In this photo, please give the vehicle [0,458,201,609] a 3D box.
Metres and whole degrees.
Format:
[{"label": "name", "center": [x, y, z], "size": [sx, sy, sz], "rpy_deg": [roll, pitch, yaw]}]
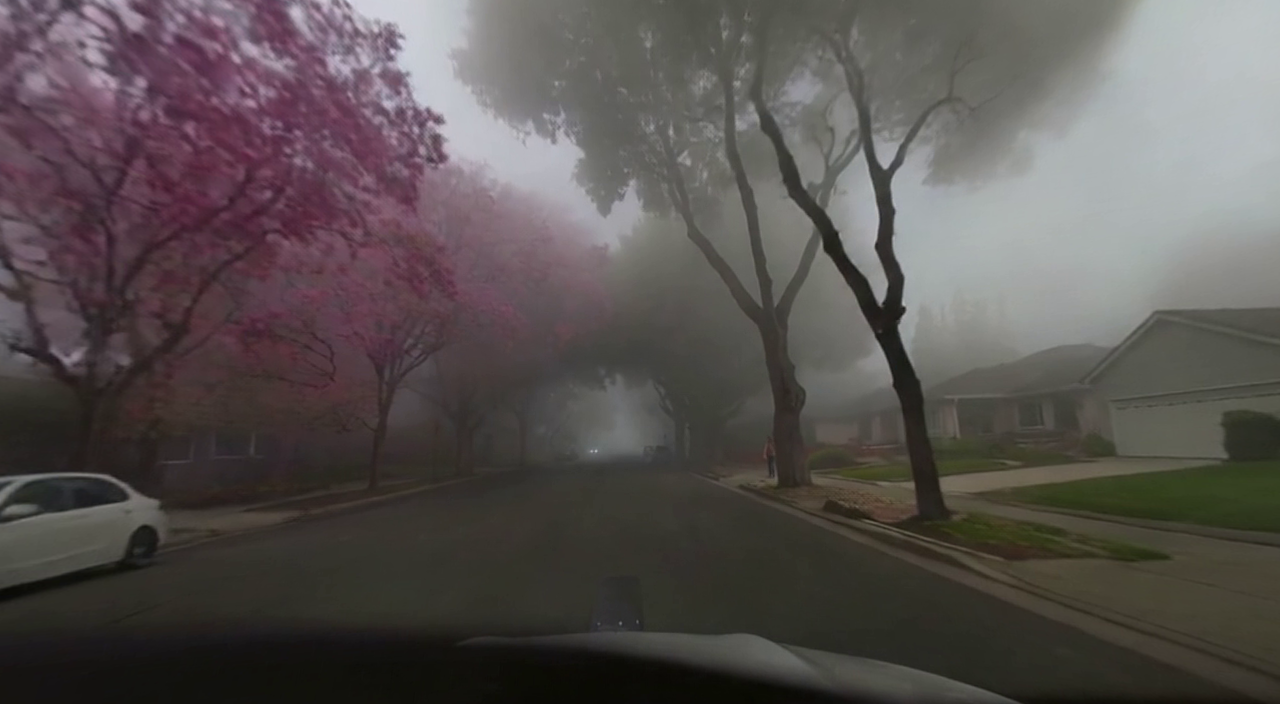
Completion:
[{"label": "vehicle", "center": [-6.966, 1.908, 6.808], "size": [1.766, 1.320, 3.947], "rpy_deg": [-2, -8, -2]}]
